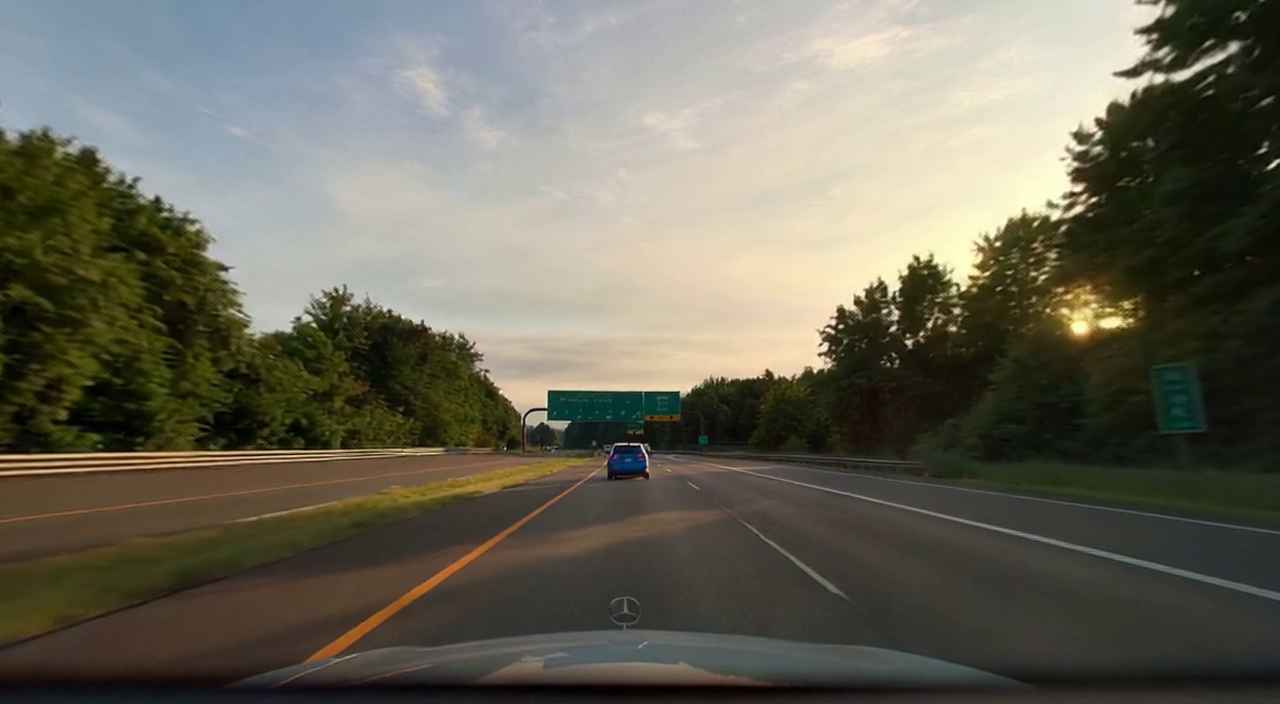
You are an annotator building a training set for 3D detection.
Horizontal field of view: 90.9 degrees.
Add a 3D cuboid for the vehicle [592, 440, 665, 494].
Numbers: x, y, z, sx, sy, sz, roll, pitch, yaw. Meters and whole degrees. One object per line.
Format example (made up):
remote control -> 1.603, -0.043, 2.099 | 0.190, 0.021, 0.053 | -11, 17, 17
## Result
vehicle -> -0.343, 3.573, 19.970 | 2.069, 1.523, 4.012 | 0, -9, 0
